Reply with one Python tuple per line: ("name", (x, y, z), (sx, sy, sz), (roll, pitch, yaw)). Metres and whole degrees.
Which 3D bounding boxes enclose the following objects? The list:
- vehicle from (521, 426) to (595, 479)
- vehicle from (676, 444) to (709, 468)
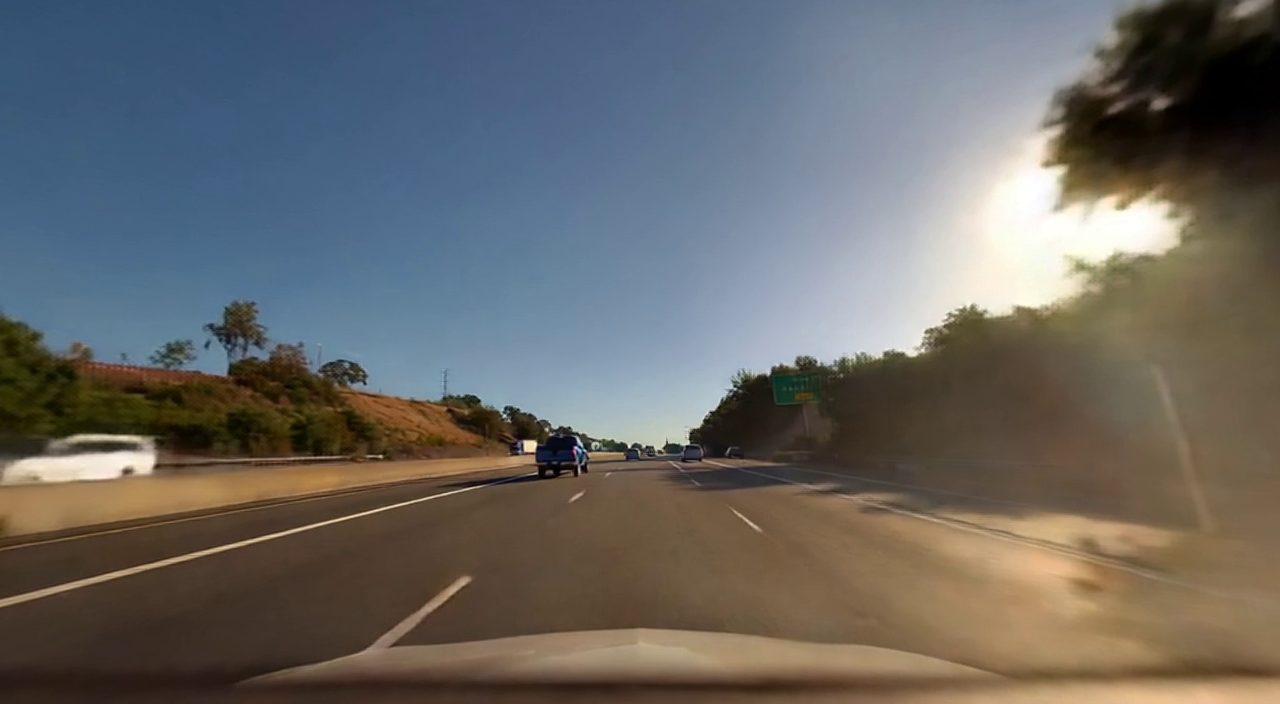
("vehicle", (-3.716, 4.784, 30.083), (2.496, 2.203, 6.317), (0, -9, 2))
("vehicle", (3.851, 7.671, 46.694), (2.095, 1.668, 4.135), (0, -9, 0))
